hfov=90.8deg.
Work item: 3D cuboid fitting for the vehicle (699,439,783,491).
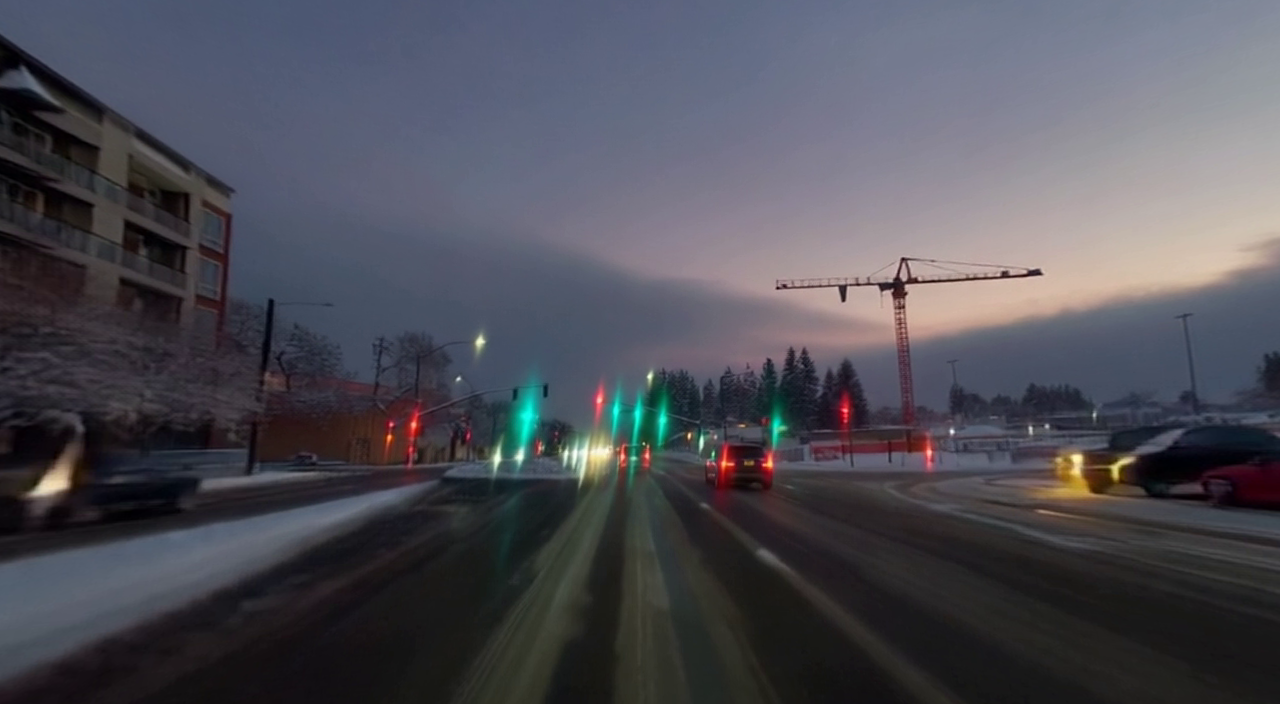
[{"bbox_3d":[3.146,3.609,20.486,1.910,1.474,4.003,0,-8,-2],"label":"vehicle"}]

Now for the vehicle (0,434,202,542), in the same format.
[{"bbox_3d":[-10.831,2.416,11.855,1.973,1.646,4.427,-1,-8,1],"label":"vehicle"}]

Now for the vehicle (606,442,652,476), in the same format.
[{"bbox_3d":[-0.522,5.034,29.837,2.006,1.487,3.535,0,-8,-1],"label":"vehicle"}]

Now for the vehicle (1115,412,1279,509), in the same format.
[{"bbox_3d":[13.671,2.352,13.956,4.651,1.923,2.045,0,-8,-1],"label":"vehicle"}]

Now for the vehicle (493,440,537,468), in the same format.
[{"bbox_3d":[-8.731,7.157,44.422,2.111,1.832,4.778,0,-8,0],"label":"vehicle"}]

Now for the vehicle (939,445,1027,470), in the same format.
[{"bbox_3d":[19.046,5.868,35.205,3.839,1.281,1.836,0,-9,0],"label":"vehicle"}]
